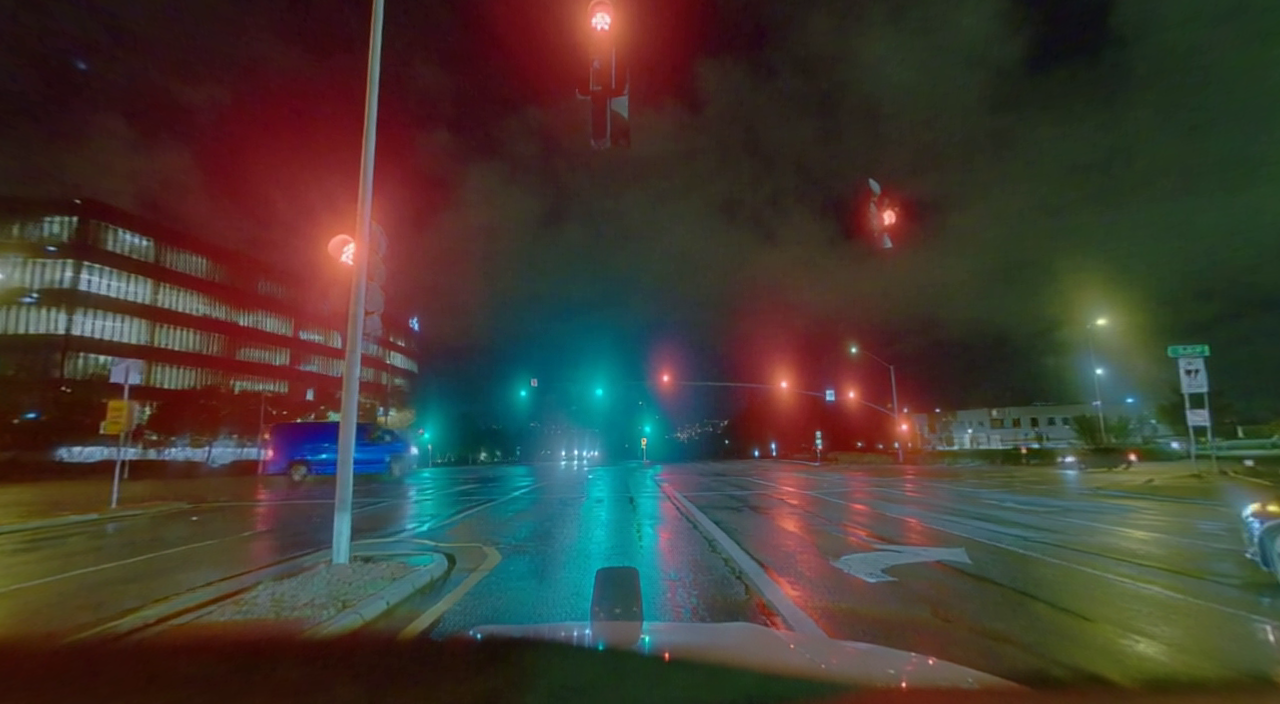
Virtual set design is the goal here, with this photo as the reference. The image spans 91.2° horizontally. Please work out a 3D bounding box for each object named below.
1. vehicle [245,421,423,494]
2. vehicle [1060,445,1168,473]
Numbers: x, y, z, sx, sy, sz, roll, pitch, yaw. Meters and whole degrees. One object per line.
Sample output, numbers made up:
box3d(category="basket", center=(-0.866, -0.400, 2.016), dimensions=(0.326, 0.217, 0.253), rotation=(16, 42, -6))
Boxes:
box3d(category="vehicle", center=(-14.010, 4.874, 29.442), dimensions=(7.088, 3.096, 2.678), rotation=(2, -9, -18))
box3d(category="vehicle", center=(27.810, 6.270, 36.899), dimensions=(4.736, 1.542, 1.966), rotation=(0, -9, -1))
